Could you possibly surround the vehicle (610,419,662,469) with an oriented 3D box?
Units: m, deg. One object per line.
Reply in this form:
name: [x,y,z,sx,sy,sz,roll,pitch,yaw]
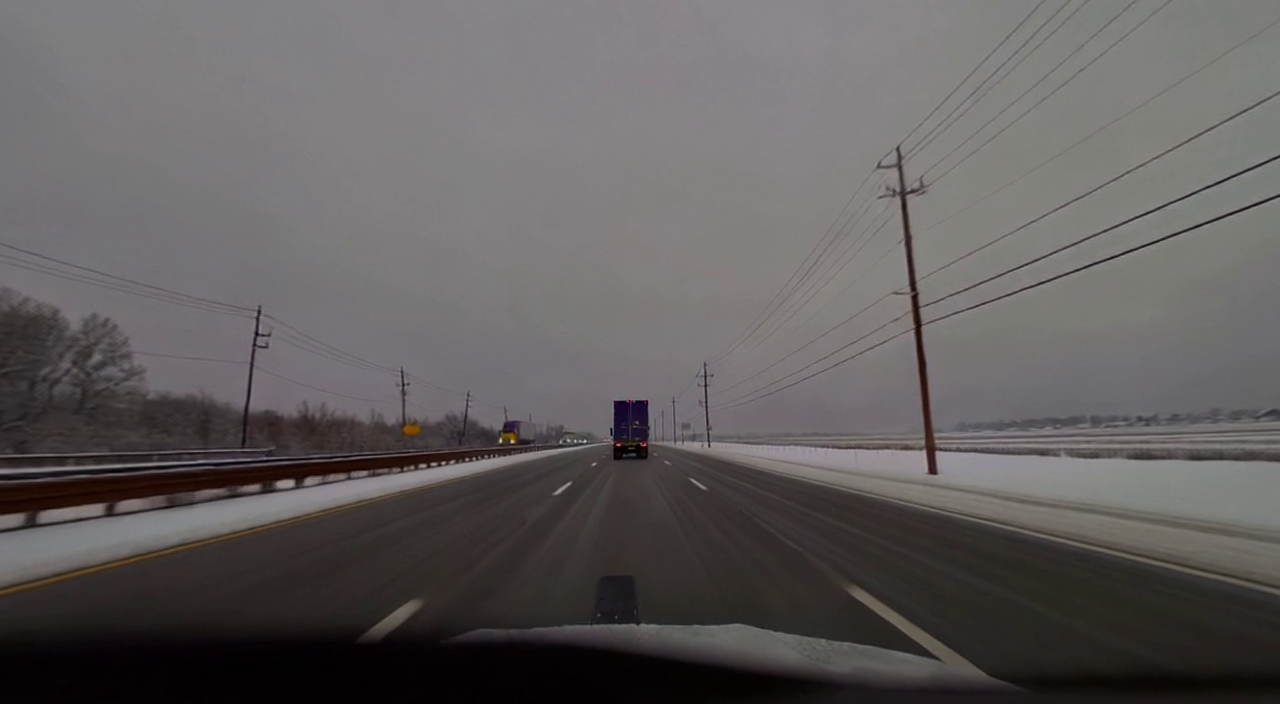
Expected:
vehicle: [-0.270,4.345,29.728,2.240,2.129,4.480,0,-8,-2]
